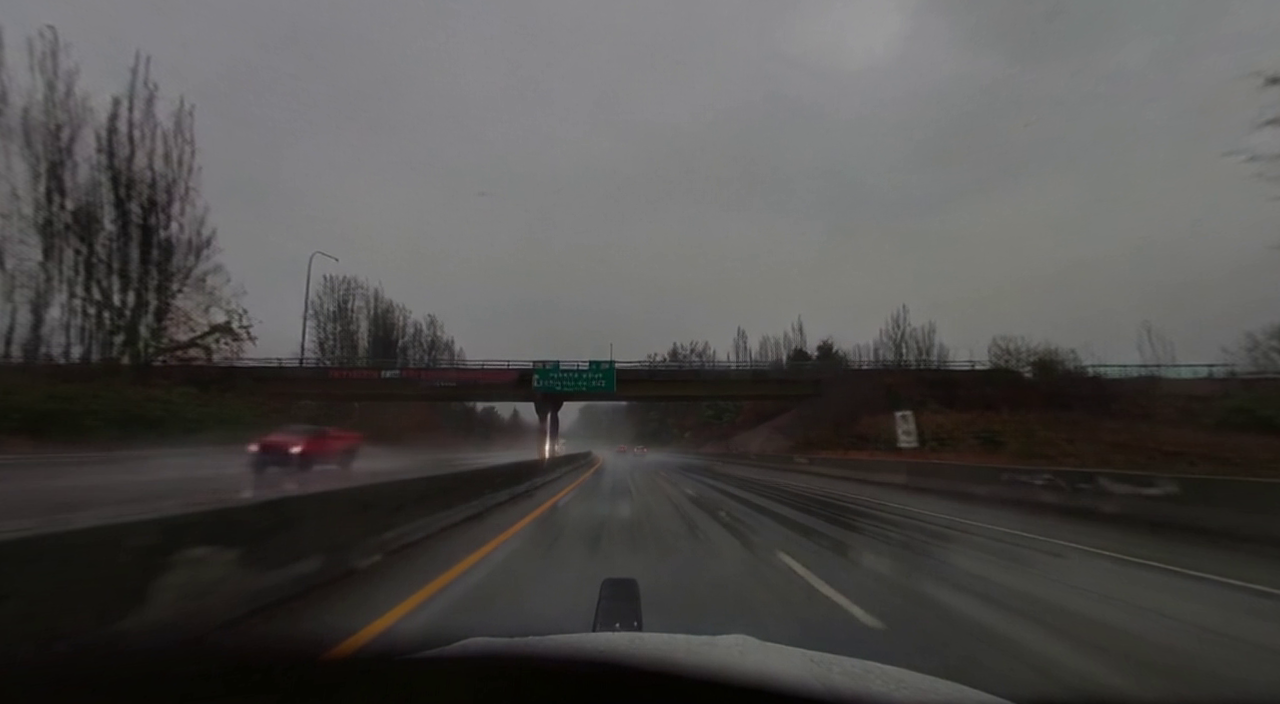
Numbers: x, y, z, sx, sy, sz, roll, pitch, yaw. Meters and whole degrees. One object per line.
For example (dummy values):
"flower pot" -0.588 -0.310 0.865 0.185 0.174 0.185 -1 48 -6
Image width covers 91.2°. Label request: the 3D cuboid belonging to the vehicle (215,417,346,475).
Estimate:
"vehicle" -13.734 3.684 24.426 2.195 1.997 4.907 0 -9 -1
